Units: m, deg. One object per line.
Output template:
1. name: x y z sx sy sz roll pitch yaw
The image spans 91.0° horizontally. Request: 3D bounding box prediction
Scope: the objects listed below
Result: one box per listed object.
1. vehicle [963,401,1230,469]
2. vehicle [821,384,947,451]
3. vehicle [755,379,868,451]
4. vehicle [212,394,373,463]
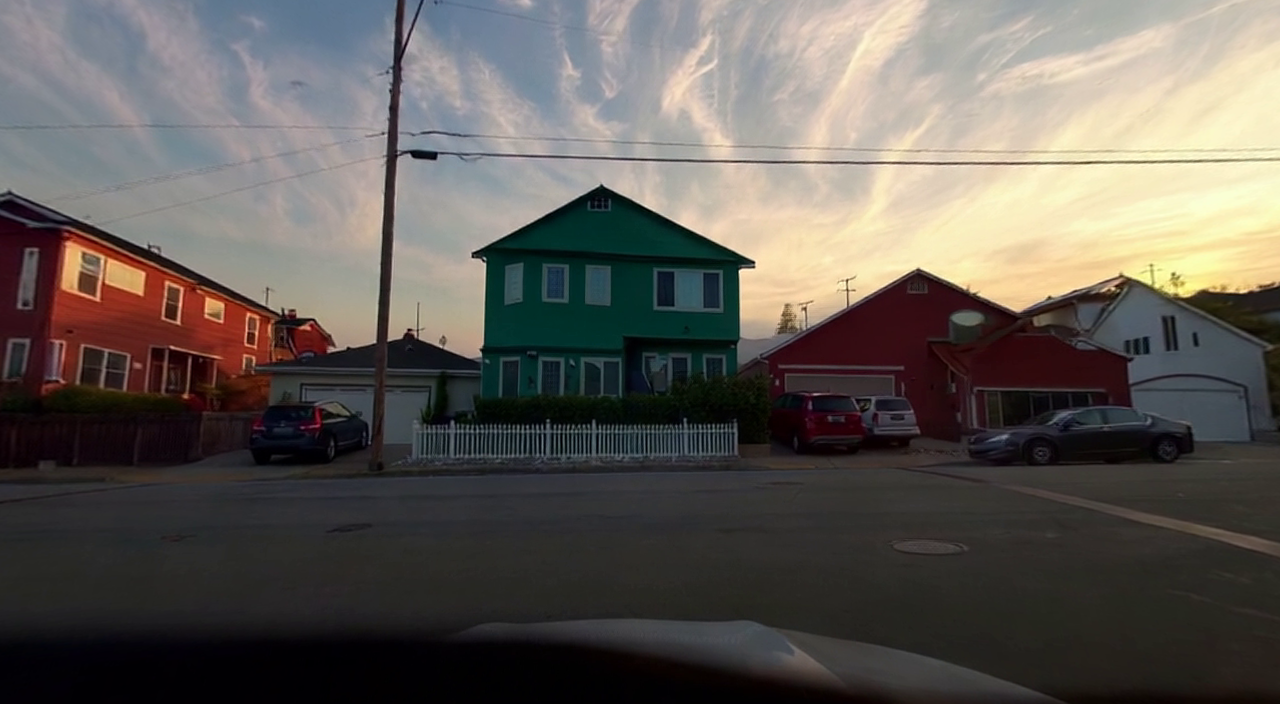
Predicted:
1. vehicle: 10.482 1.952 14.779 4.644 1.482 1.997 0 -8 1
2. vehicle: 7.076 2.053 18.798 2.053 1.756 4.034 0 -9 -1
3. vehicle: 4.891 1.922 18.692 2.081 1.891 4.367 0 -7 -1
4. vehicle: -9.931 2.307 18.559 2.091 1.760 4.760 0 -8 -1
